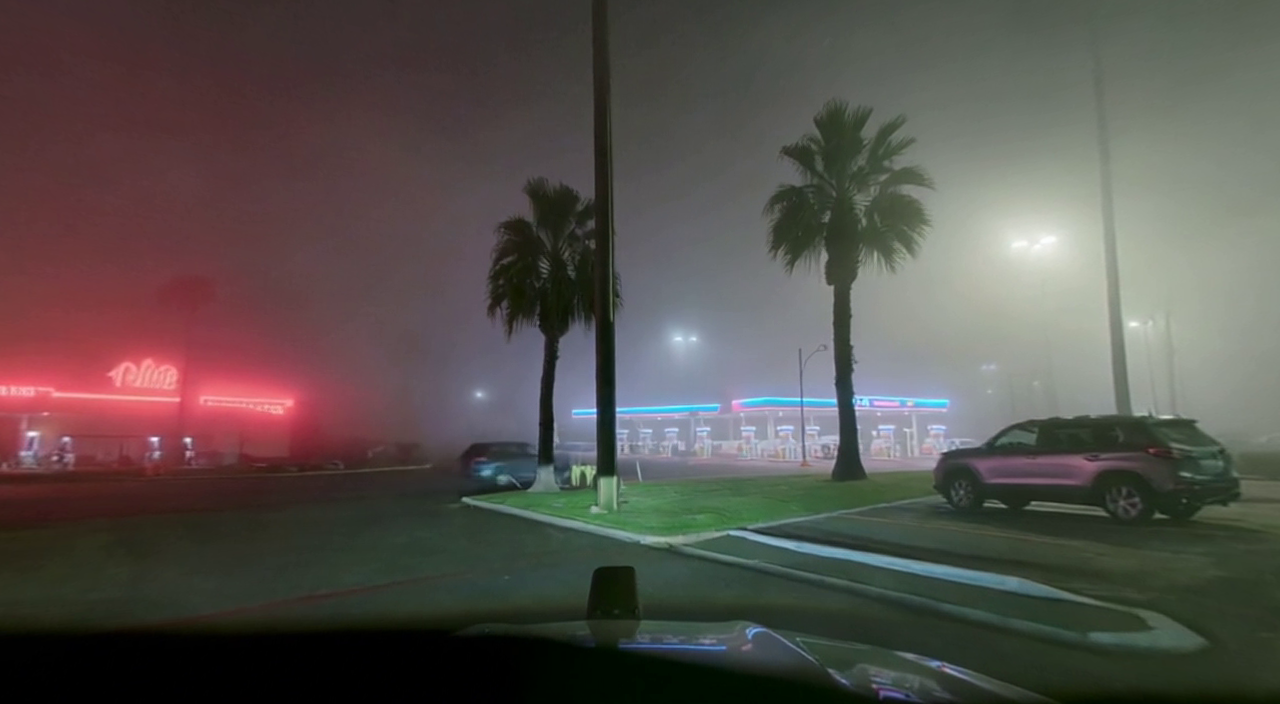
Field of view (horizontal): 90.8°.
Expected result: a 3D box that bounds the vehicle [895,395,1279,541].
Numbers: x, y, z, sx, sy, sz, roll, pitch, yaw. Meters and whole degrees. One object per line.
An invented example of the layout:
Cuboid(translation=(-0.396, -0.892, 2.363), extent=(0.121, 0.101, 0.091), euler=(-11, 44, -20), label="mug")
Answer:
Cuboid(translation=(7.092, 1.845, 10.615), extent=(2.028, 1.850, 4.731), euler=(6, -10, -37), label="vehicle")

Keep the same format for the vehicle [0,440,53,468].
Cuboid(translation=(-35.050, 5.762, 35.909), extent=(1.901, 1.463, 3.948), euler=(5, -10, -35), label="vehicle")

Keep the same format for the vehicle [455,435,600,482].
Cuboid(translation=(-3.961, 3.769, 22.719), extent=(4.758, 1.497, 1.856), euler=(5, -10, -36), label="vehicle")

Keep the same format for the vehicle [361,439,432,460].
Cuboid(translation=(-18.703, 7.456, 48.635), extent=(4.764, 1.523, 1.849), euler=(6, -10, -36), label="vehicle")
